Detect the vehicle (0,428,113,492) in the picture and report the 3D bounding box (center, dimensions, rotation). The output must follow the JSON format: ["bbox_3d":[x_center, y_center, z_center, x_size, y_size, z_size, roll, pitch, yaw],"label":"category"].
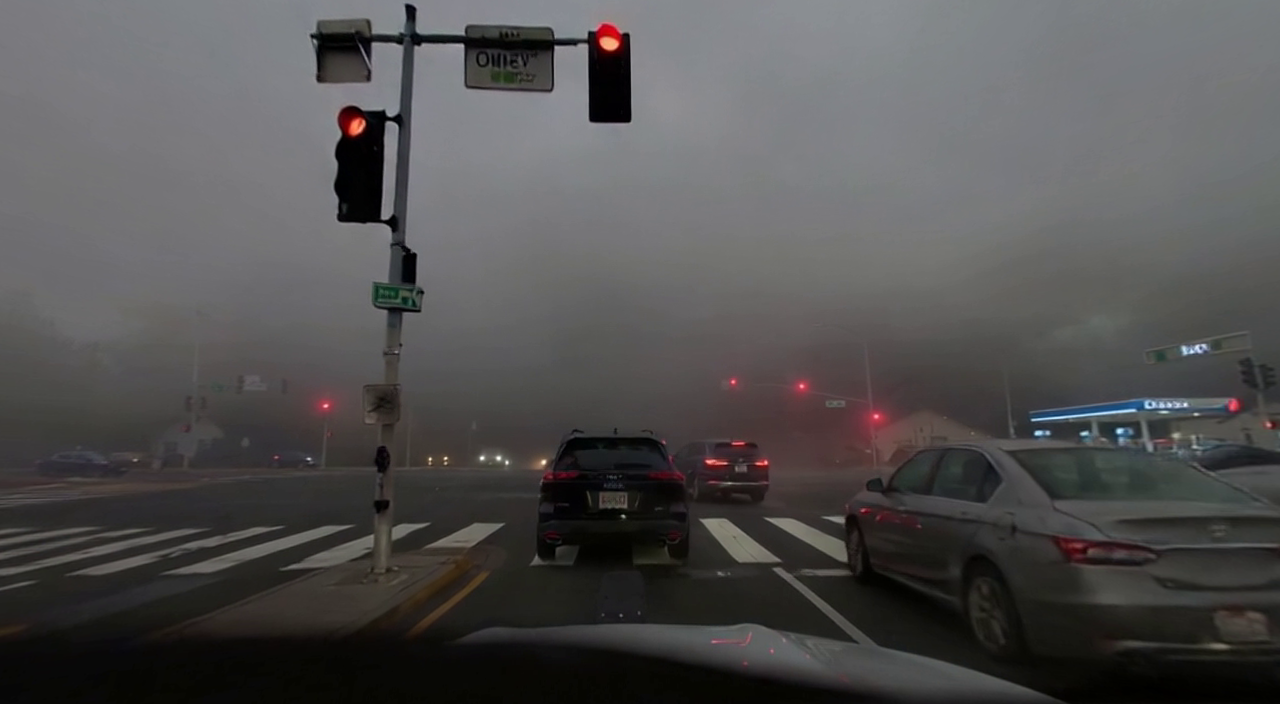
[{"bbox_3d":[-28.904,5.000,29.339,6.772,2.769,2.305,-1,-9,3],"label":"vehicle"}]

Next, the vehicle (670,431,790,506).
[{"bbox_3d":[2.296,3.149,17.483,2.060,1.783,4.411,1,-9,-9],"label":"vehicle"}]

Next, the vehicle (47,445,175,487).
[{"bbox_3d":[-26.596,5.733,31.877,4.658,1.911,2.162,-2,-9,5],"label":"vehicle"}]

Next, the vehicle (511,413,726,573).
[{"bbox_3d":[-0.331,1.907,9.329,2.351,1.733,4.616,0,-9,-3],"label":"vehicle"}]

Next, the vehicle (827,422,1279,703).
[{"bbox_3d":[3.186,1.388,5.013,1.965,1.460,4.581,0,-9,0],"label":"vehicle"}]
